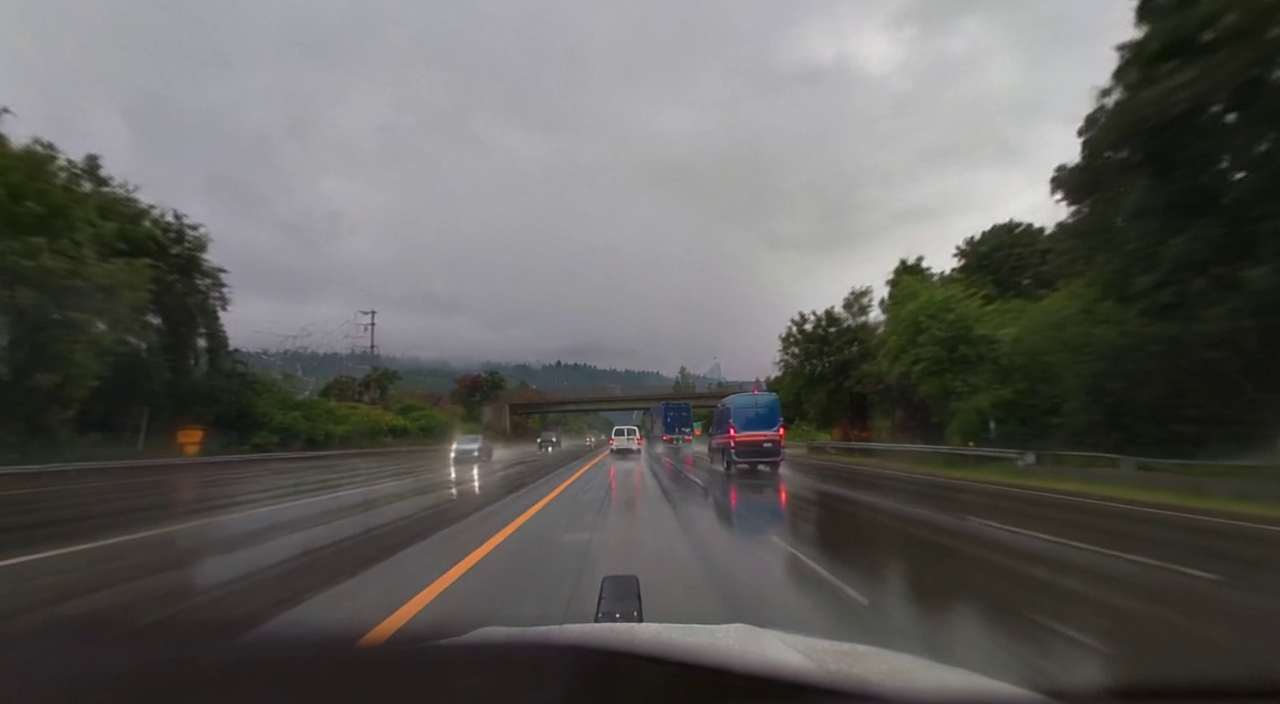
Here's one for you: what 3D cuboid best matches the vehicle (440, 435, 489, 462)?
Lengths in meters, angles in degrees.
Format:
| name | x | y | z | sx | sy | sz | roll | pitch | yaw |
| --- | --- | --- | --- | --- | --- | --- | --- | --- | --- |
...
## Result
| name | x | y | z | sx | sy | sz | roll | pitch | yaw |
| --- | --- | --- | --- | --- | --- | --- | --- | --- | --- |
| vehicle | -10.126 | 5.580 | 36.582 | 1.781 | 1.476 | 3.714 | 0 | -8 | -1 |

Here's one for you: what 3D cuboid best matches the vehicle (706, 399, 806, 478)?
| name | x | y | z | sx | sy | sz | roll | pitch | yaw |
| --- | --- | --- | --- | --- | --- | --- | --- | --- | --- |
| vehicle | 3.998 | 3.131 | 22.956 | 2.387 | 2.506 | 5.374 | 0 | -8 | -2 |

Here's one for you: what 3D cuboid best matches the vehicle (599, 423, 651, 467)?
| name | x | y | z | sx | sy | sz | roll | pitch | yaw |
| --- | --- | --- | --- | --- | --- | --- | --- | --- | --- |
| vehicle | -0.655 | 3.992 | 27.261 | 2.073 | 1.750 | 4.116 | 0 | -8 | -2 |
